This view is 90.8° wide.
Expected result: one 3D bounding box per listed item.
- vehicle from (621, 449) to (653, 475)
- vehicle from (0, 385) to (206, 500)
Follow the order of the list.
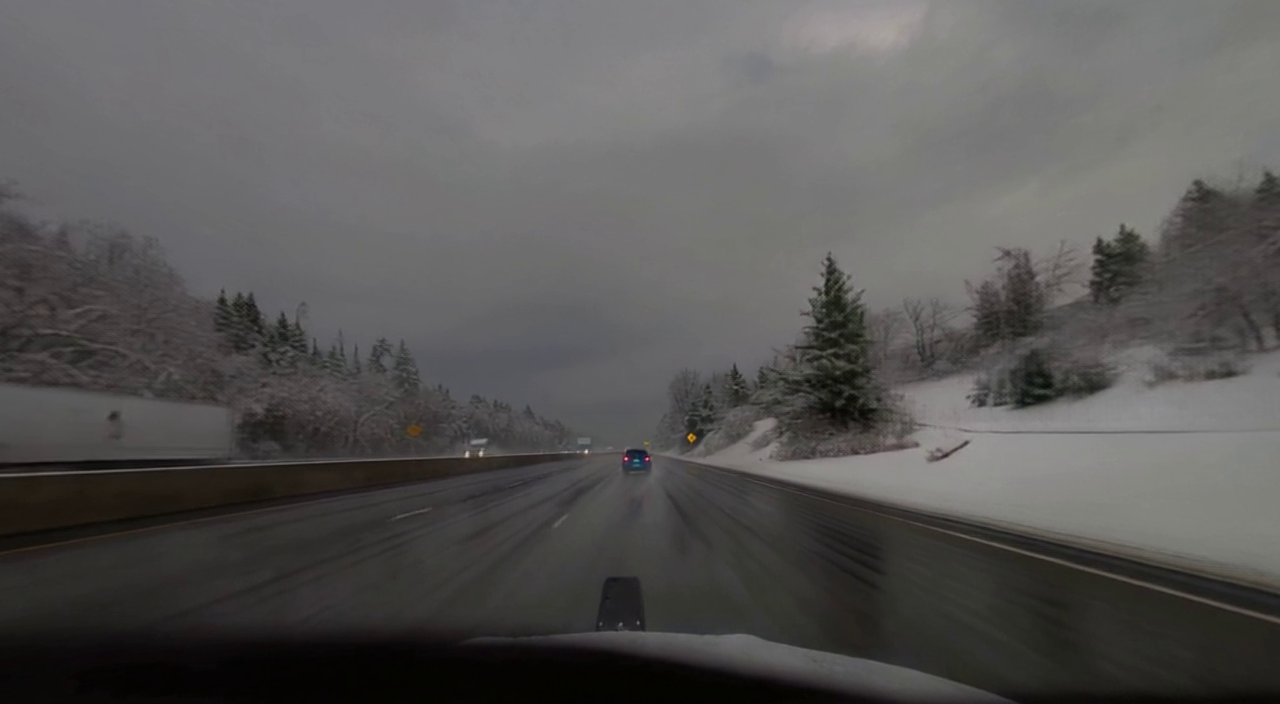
[{"bbox_3d":[-0.160,6.765,38.938,1.908,1.515,3.871,0,-9,0],"label":"vehicle"},{"bbox_3d":[-23.156,3.446,23.814,2.903,3.856,14.989,0,-9,0],"label":"vehicle"}]
